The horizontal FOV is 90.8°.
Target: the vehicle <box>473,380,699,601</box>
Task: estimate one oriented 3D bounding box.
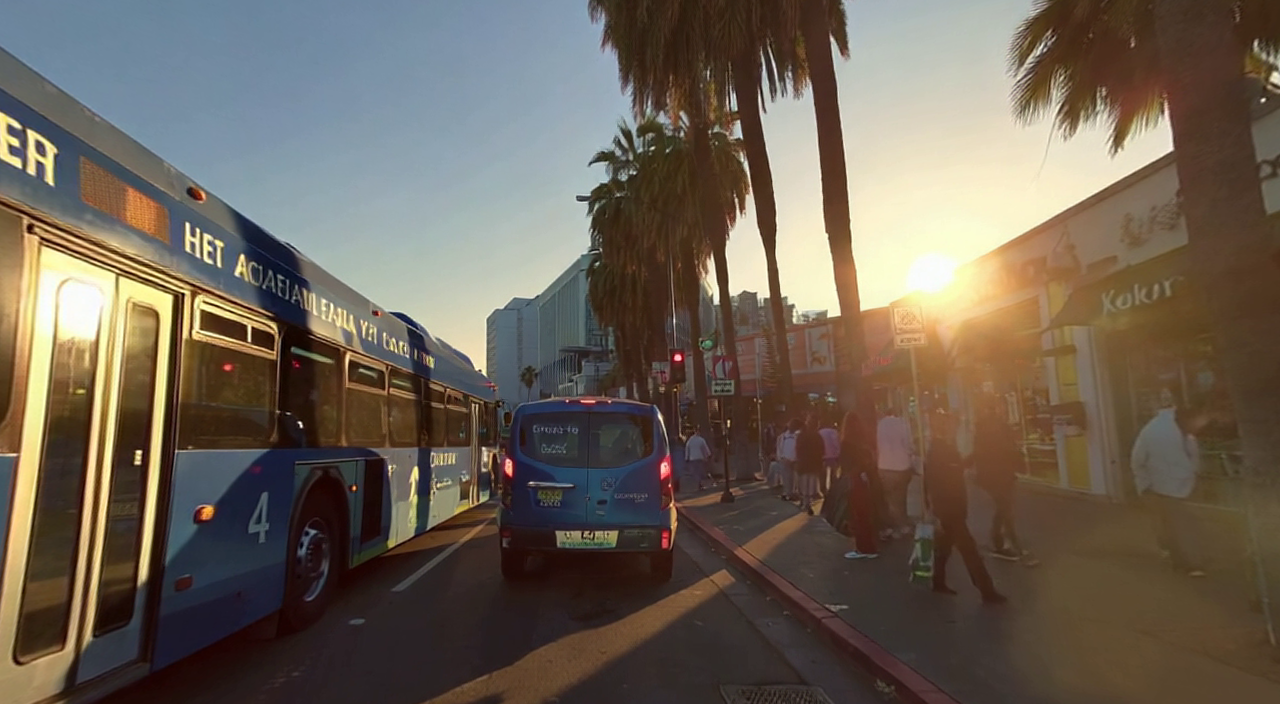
[{"bbox_3d":[-0.796,1.525,7.791,2.002,1.907,4.211,1,-9,-9],"label":"vehicle"}]

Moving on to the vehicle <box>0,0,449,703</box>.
[{"bbox_3d":[-3.810,0.204,3.292,2.863,3.233,11.573,1,-8,-4],"label":"vehicle"}]
